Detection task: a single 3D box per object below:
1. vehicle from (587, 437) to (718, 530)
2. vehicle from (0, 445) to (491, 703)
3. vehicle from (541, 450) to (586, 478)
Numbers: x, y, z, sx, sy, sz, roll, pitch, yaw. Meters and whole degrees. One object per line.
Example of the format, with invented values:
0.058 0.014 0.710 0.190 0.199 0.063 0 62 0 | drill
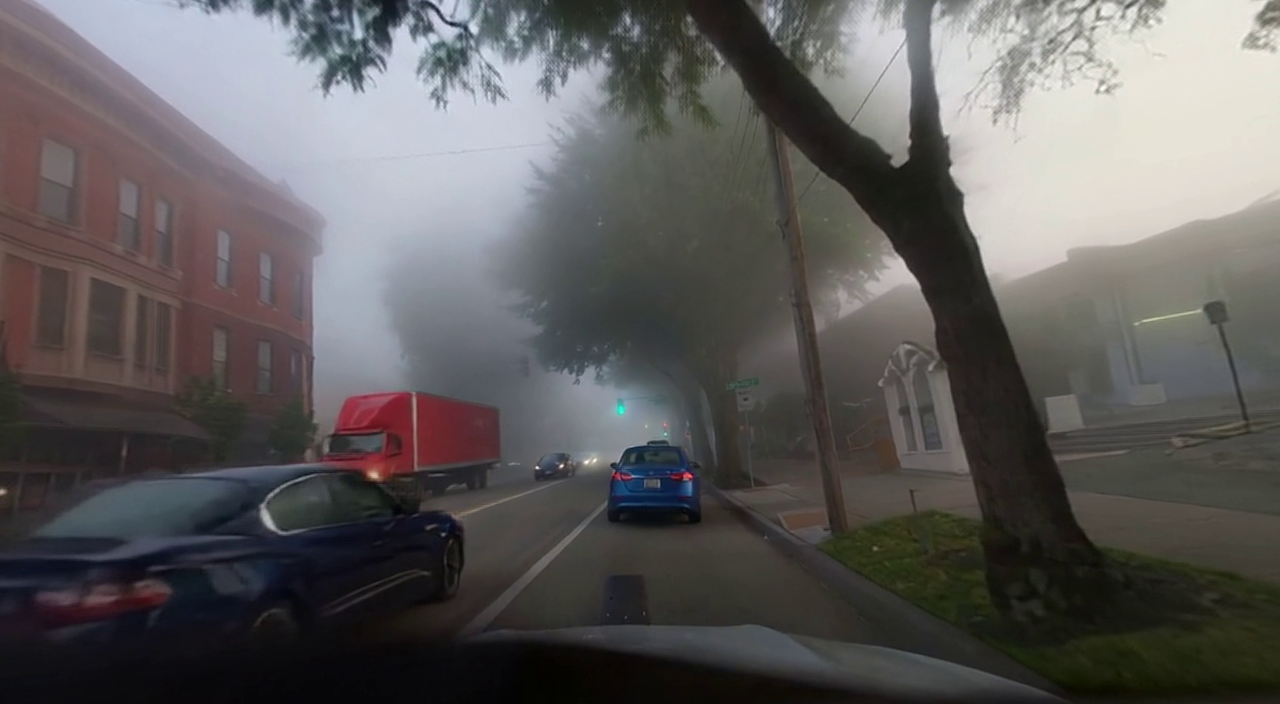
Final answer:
0.232 2.411 12.128 2.094 1.478 3.922 0 -8 1 | vehicle
-2.738 1.345 4.211 2.099 1.424 4.843 -1 -8 3 | vehicle
-4.518 6.651 37.727 1.918 1.475 4.750 -1 -8 2 | vehicle
